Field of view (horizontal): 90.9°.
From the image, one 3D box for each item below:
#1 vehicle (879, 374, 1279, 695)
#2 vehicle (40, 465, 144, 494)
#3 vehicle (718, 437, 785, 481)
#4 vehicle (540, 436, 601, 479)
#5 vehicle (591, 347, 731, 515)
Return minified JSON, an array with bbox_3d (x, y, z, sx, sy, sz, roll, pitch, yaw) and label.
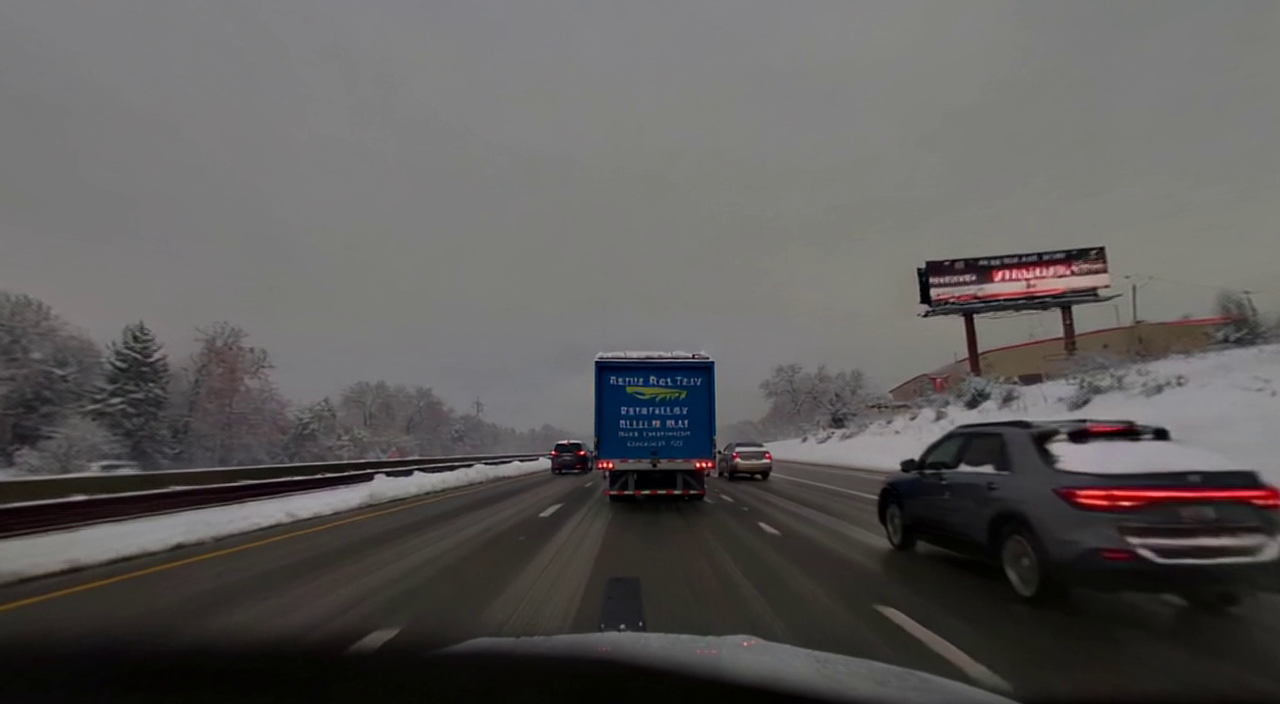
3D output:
[{"bbox_3d":[3.981,1.286,5.617,1.986,1.718,4.296,0,-8,0],"label":"vehicle"},{"bbox_3d":[-32.757,7.590,37.868,1.822,1.448,4.498,-2,-8,9],"label":"vehicle"},{"bbox_3d":[4.568,4.448,26.537,2.066,1.692,4.339,0,-8,0],"label":"vehicle"},{"bbox_3d":[-3.009,4.693,28.318,2.030,1.757,4.509,-1,-8,2],"label":"vehicle"},{"bbox_3d":[0.481,2.162,16.747,2.733,3.296,8.571,0,-8,1],"label":"vehicle"}]
